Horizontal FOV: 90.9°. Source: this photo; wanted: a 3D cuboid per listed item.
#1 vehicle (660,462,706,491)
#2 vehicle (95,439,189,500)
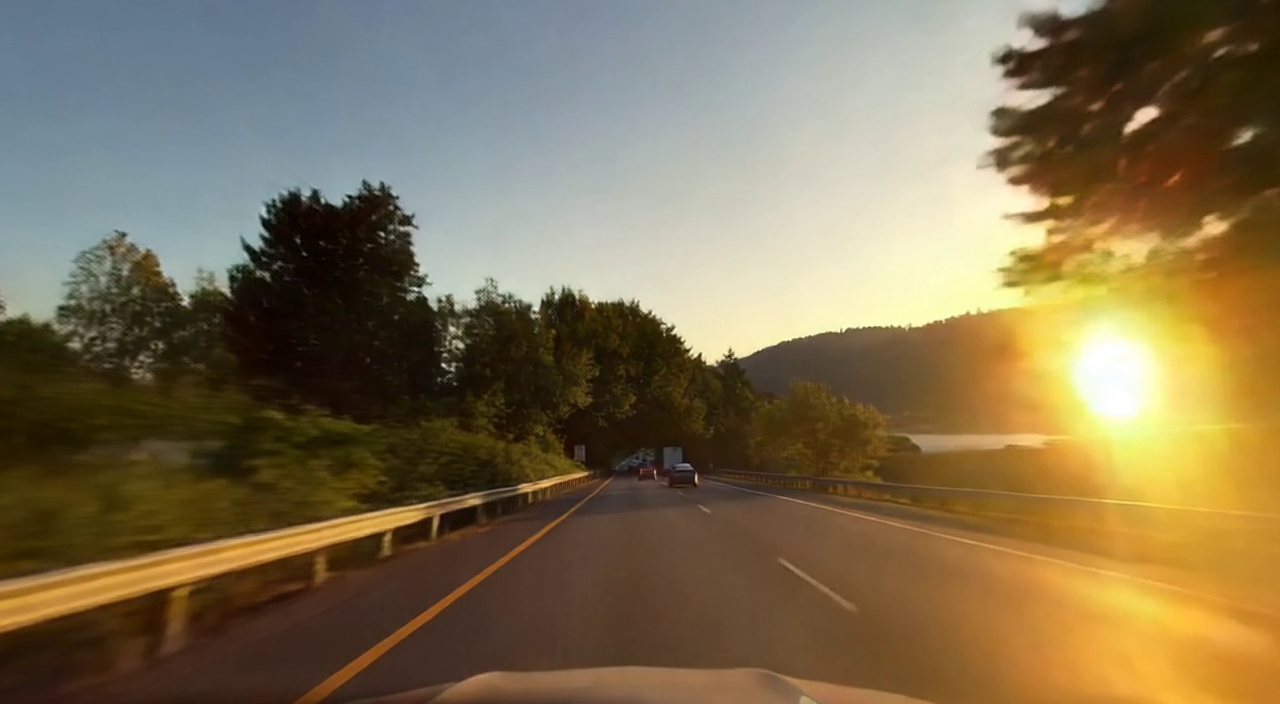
[{"bbox_3d":[2.272,6.702,34.064,1.976,1.467,3.783,1,-10,-3],"label":"vehicle"},{"bbox_3d":[-35.781,8.497,45.589,2.981,4.038,5.981,4,-11,-17],"label":"vehicle"}]
